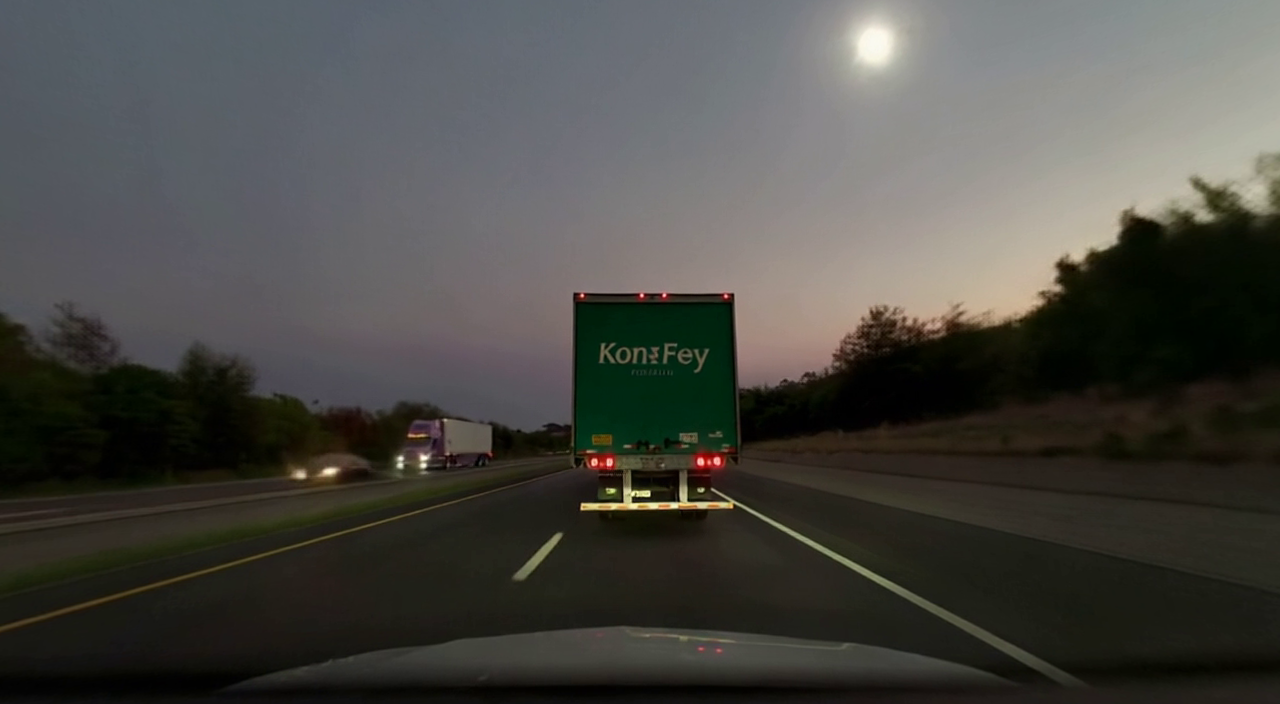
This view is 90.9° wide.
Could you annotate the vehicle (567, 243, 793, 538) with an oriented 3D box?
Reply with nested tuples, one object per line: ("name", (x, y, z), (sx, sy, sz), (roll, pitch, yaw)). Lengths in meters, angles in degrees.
("vehicle", (0.514, 1.616, 16.439), (3.230, 4.377, 14.405), (0, -9, 0))

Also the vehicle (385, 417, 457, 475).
("vehicle", (-16.041, 6.971, 46.661), (2.997, 3.998, 5.894), (0, -9, 1))
